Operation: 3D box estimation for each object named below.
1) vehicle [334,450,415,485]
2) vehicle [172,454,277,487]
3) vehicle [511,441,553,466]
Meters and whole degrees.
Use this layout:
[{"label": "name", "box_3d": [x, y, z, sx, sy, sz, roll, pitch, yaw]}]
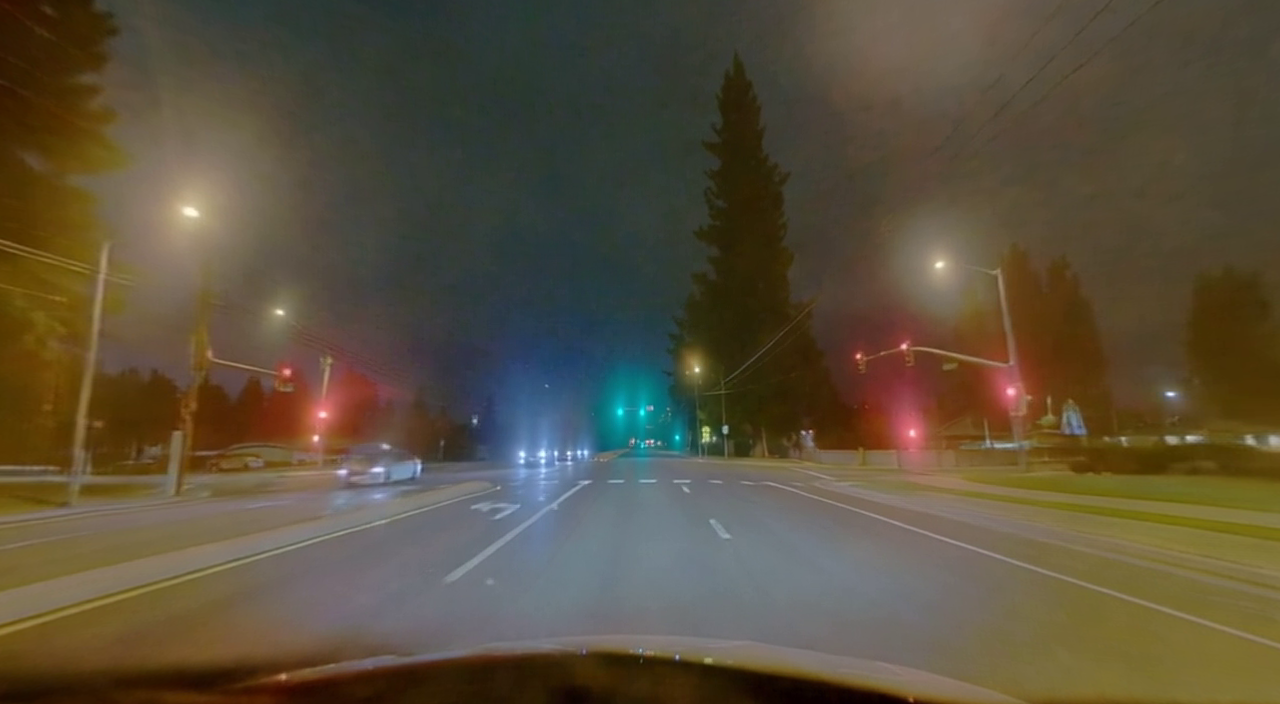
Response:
[{"label": "vehicle", "box_3d": [-12.058, 5.247, 28.951, 1.825, 1.435, 4.211, 0, -8, 1]}, {"label": "vehicle", "box_3d": [-20.440, 5.777, 30.945, 5.038, 1.435, 2.074, -5, -9, 29]}, {"label": "vehicle", "box_3d": [-8.452, 8.001, 49.919, 2.206, 1.836, 5.559, 0, -8, 2]}]
